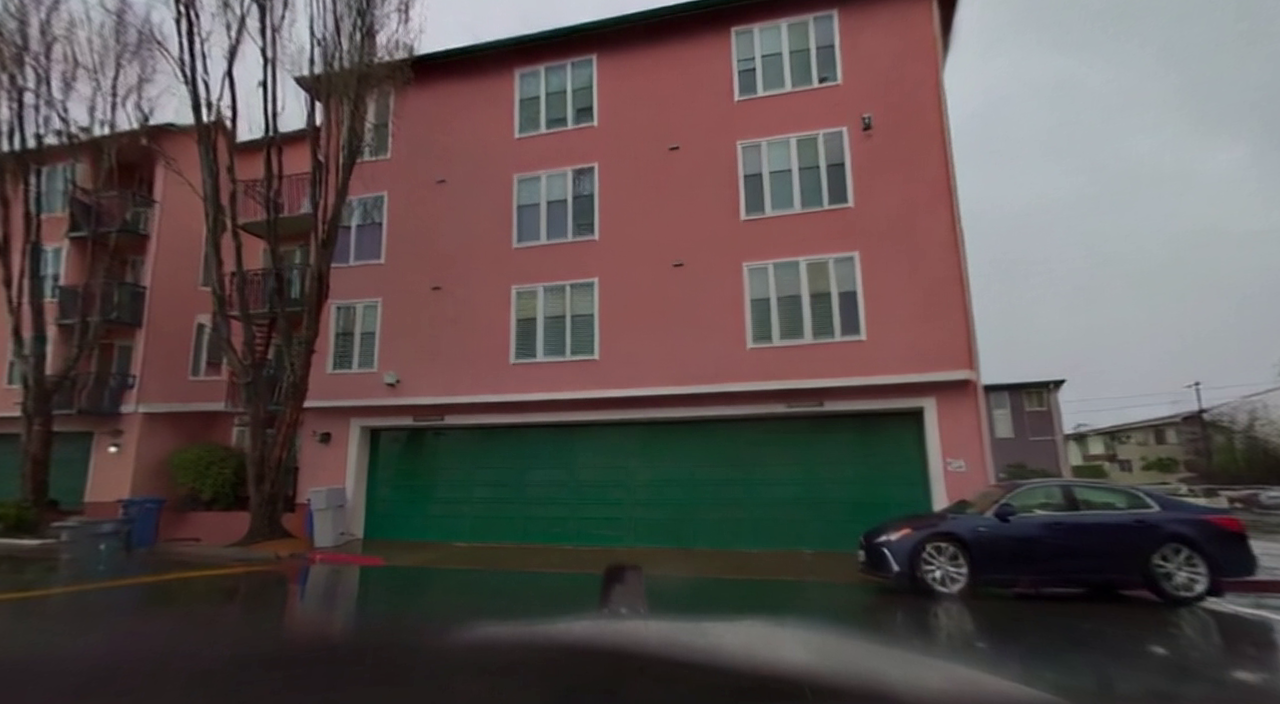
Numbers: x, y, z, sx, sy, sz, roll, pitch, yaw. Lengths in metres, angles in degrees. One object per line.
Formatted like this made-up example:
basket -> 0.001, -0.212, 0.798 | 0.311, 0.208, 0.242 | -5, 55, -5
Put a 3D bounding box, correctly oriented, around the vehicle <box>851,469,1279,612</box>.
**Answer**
vehicle -> 5.304, 2.288, 8.118 | 4.697, 1.444, 1.825 | -3, -10, 13
